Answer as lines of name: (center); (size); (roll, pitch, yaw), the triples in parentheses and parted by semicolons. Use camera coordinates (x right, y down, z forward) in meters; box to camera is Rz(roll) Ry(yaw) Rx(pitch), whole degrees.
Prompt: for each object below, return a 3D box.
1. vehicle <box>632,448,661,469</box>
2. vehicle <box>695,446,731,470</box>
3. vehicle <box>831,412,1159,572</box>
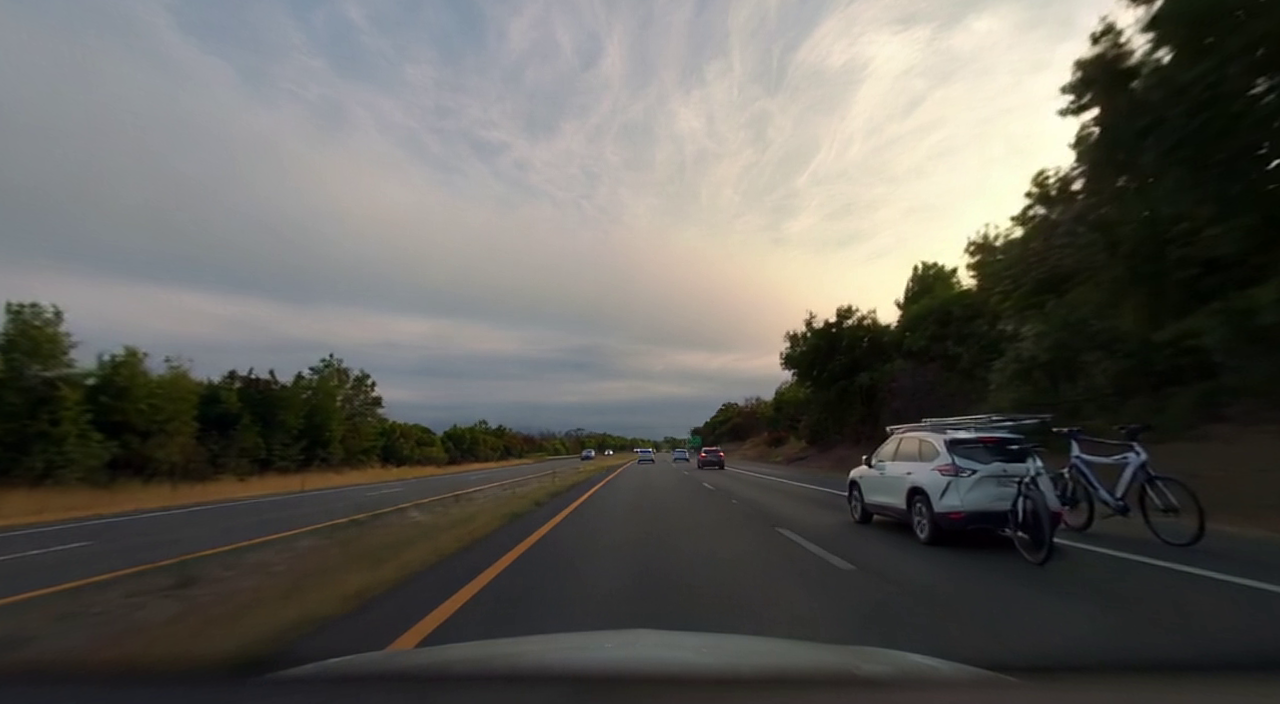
vehicle: (0.467, 7.797, 46.266); (1.991, 1.459, 3.769); (0, -9, 0)
vehicle: (4.955, 7.300, 43.481); (1.964, 1.513, 3.707); (0, -9, -1)
vehicle: (4.238, 1.744, 8.514); (1.978, 1.604, 4.128); (0, -9, 0)
